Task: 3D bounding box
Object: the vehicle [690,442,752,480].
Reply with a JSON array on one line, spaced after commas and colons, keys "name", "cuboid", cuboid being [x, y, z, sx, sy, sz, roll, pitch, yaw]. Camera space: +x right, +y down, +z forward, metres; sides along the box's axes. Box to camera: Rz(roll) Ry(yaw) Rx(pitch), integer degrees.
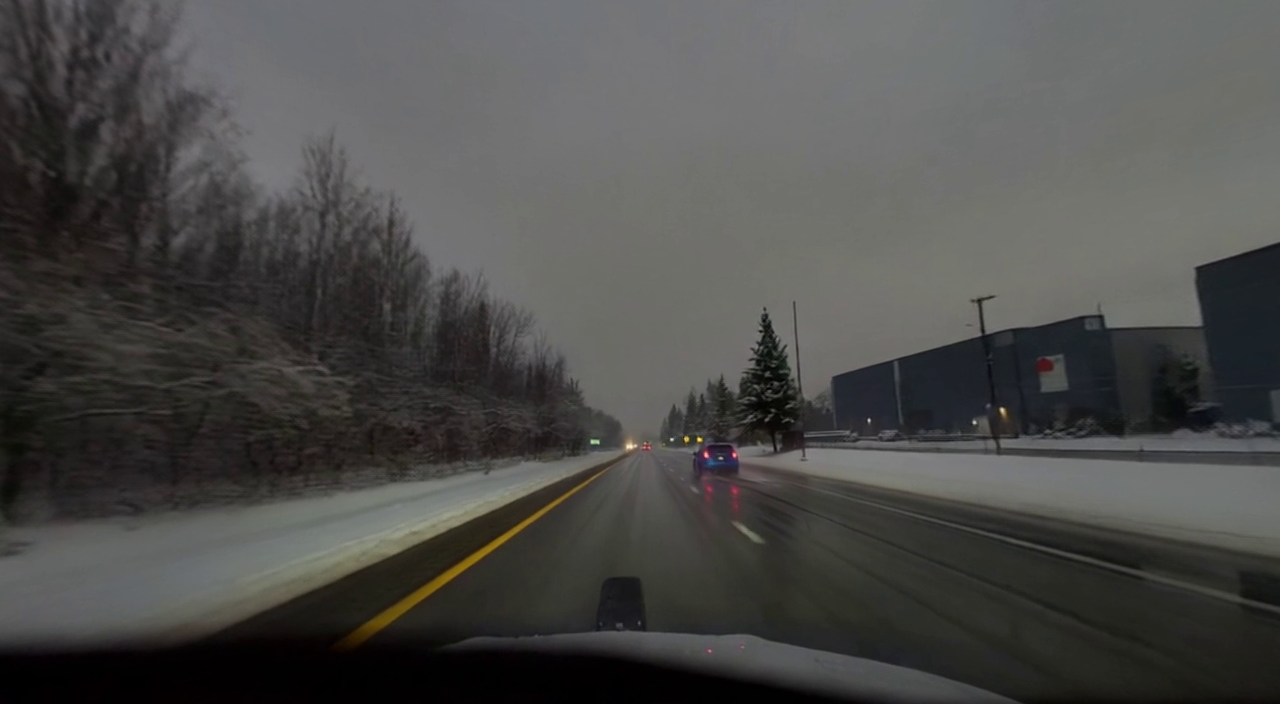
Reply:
[{"name": "vehicle", "cuboid": [3.437, 4.708, 27.323, 2.079, 1.531, 3.997, 0, -9, -1]}]
